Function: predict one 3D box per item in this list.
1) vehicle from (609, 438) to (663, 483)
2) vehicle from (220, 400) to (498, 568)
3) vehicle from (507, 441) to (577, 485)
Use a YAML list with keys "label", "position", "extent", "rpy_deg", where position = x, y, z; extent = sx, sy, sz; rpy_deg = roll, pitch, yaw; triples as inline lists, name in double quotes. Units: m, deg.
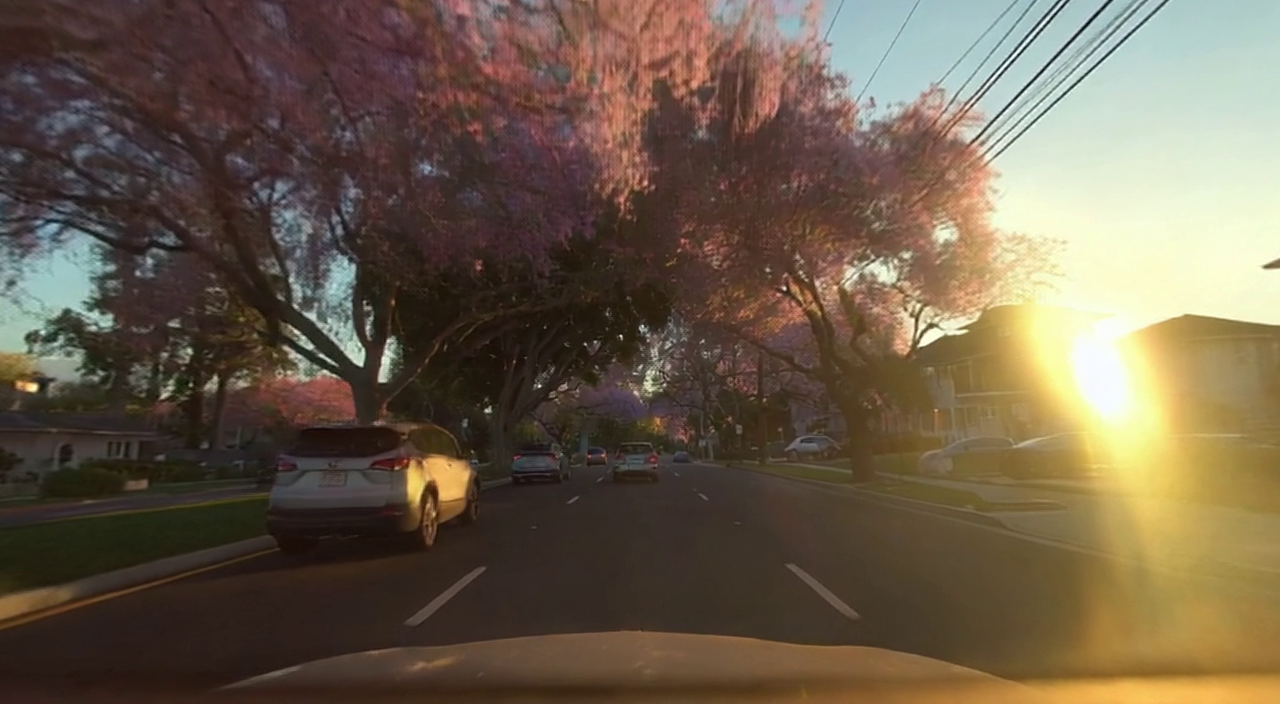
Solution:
- label: "vehicle"
  position: [-0.154, 4.250, 25.036]
  extent: [1.997, 1.636, 3.760]
  rpy_deg: [0, -8, 0]
- label: "vehicle"
  position: [-3.807, 1.880, 9.805]
  extent: [2.161, 1.919, 4.798]
  rpy_deg: [0, -8, -1]
- label: "vehicle"
  position: [-3.762, 4.326, 24.912]
  extent: [2.066, 1.565, 3.905]
  rpy_deg: [0, -8, 1]
